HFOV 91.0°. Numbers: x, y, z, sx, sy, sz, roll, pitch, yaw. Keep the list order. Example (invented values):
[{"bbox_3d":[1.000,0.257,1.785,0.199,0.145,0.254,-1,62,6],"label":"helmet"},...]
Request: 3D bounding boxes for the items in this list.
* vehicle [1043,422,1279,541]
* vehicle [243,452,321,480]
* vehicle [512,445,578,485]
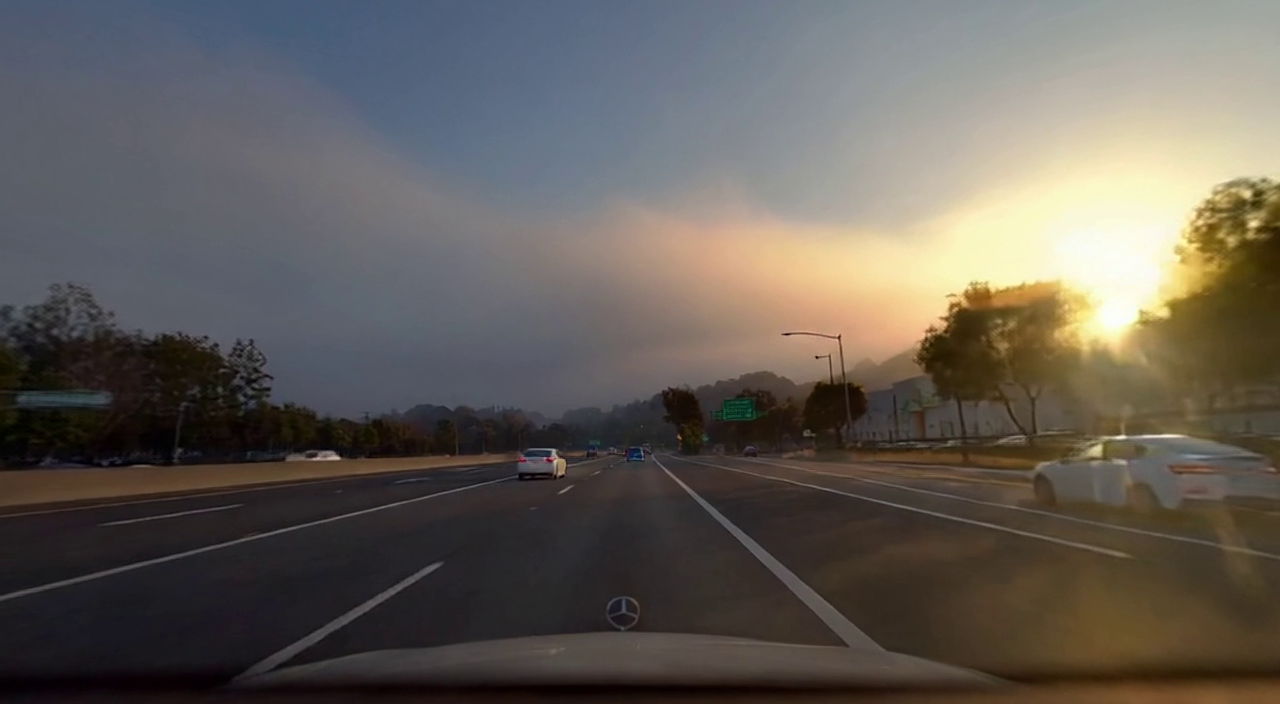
[{"bbox_3d":[9.655,2.107,10.878,2.035,1.566,5.409,-1,-9,3],"label":"vehicle"},{"bbox_3d":[-22.113,7.036,39.170,1.929,1.597,4.923,0,-9,1],"label":"vehicle"},{"bbox_3d":[-3.961,4.801,27.049,2.071,1.553,4.388,0,-9,1],"label":"vehicle"}]
